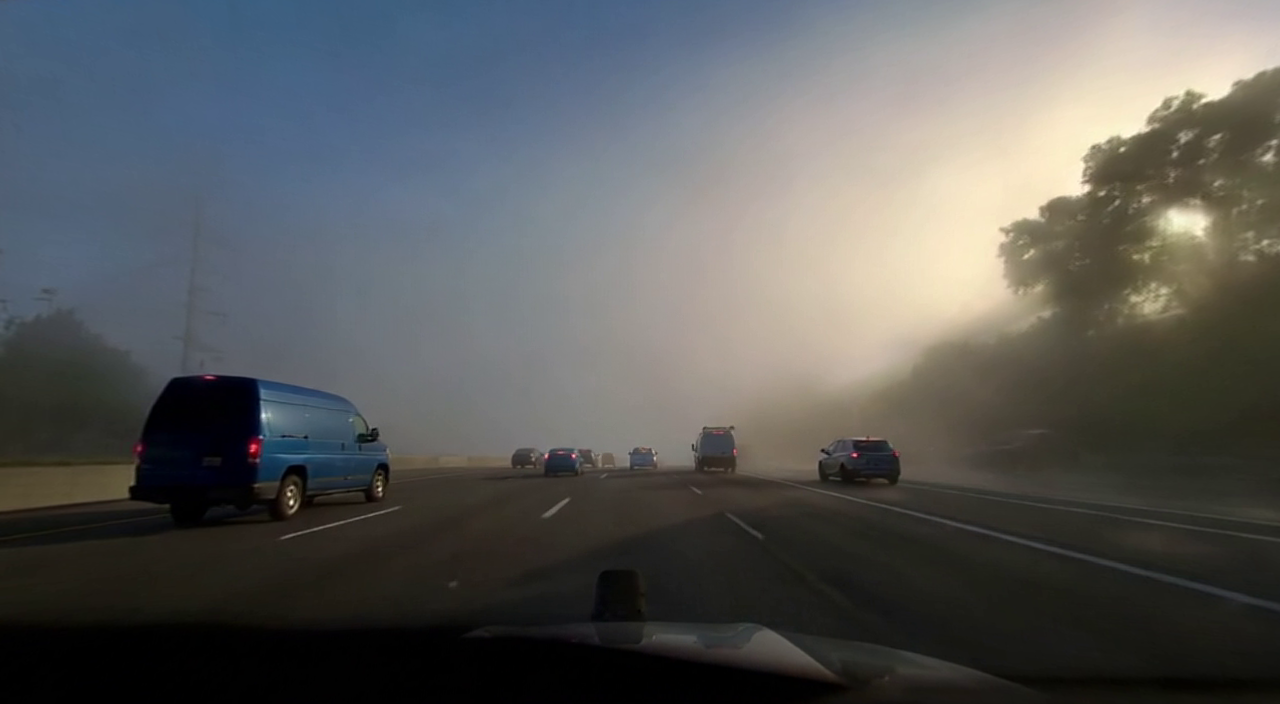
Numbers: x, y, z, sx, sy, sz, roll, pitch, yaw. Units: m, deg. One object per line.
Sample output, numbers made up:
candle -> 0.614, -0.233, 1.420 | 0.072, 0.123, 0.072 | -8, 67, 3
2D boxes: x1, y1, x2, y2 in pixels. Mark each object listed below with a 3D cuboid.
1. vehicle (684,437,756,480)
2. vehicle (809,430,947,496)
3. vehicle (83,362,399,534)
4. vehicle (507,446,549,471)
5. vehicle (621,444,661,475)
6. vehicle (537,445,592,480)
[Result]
vehicle -> 3.721, 5.140, 30.786 | 2.777, 1.895, 5.710 | 0, -9, 0
vehicle -> 7.452, 3.545, 20.593 | 2.304, 1.840, 5.706 | 0, -9, 0
vehicle -> -7.526, 1.978, 13.224 | 2.336, 2.708, 6.421 | 0, -9, 0
vehicle -> -7.525, 7.152, 42.638 | 1.961, 1.562, 4.301 | 0, -9, 1
vehicle -> 0.077, 6.022, 35.599 | 2.115, 1.617, 4.102 | 0, -9, 1
vehicle -> -3.417, 5.099, 29.355 | 1.970, 1.483, 4.071 | 0, -9, 1
